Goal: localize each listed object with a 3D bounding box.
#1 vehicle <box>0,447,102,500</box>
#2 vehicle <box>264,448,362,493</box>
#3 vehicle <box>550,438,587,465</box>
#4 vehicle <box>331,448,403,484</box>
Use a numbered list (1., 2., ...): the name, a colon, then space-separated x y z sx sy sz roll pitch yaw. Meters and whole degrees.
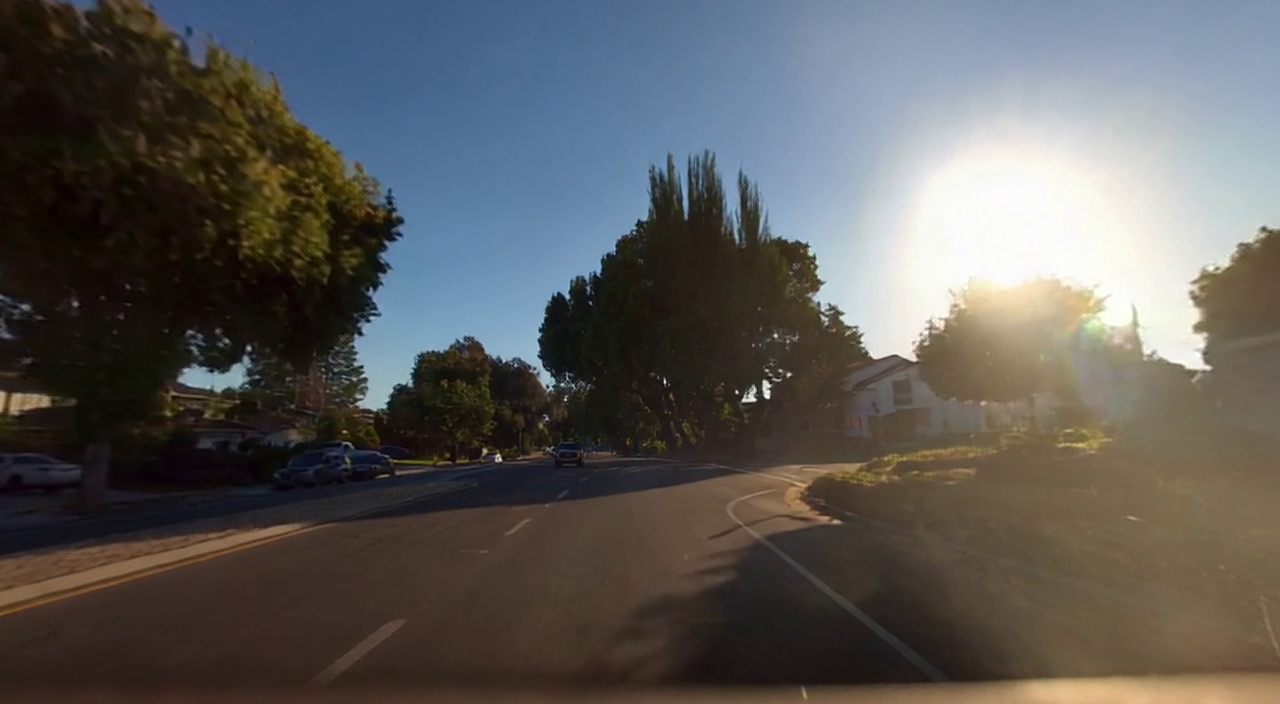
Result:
1. vehicle: -22.230 4.226 22.188 4.887 1.711 2.014 -1 -8 3
2. vehicle: -14.413 5.194 28.201 1.966 1.760 4.604 0 -8 -1
3. vehicle: -4.790 6.726 42.886 2.135 1.731 4.232 0 -8 -1
4. vehicle: -14.511 6.038 33.894 1.968 1.727 4.548 0 -8 -2
